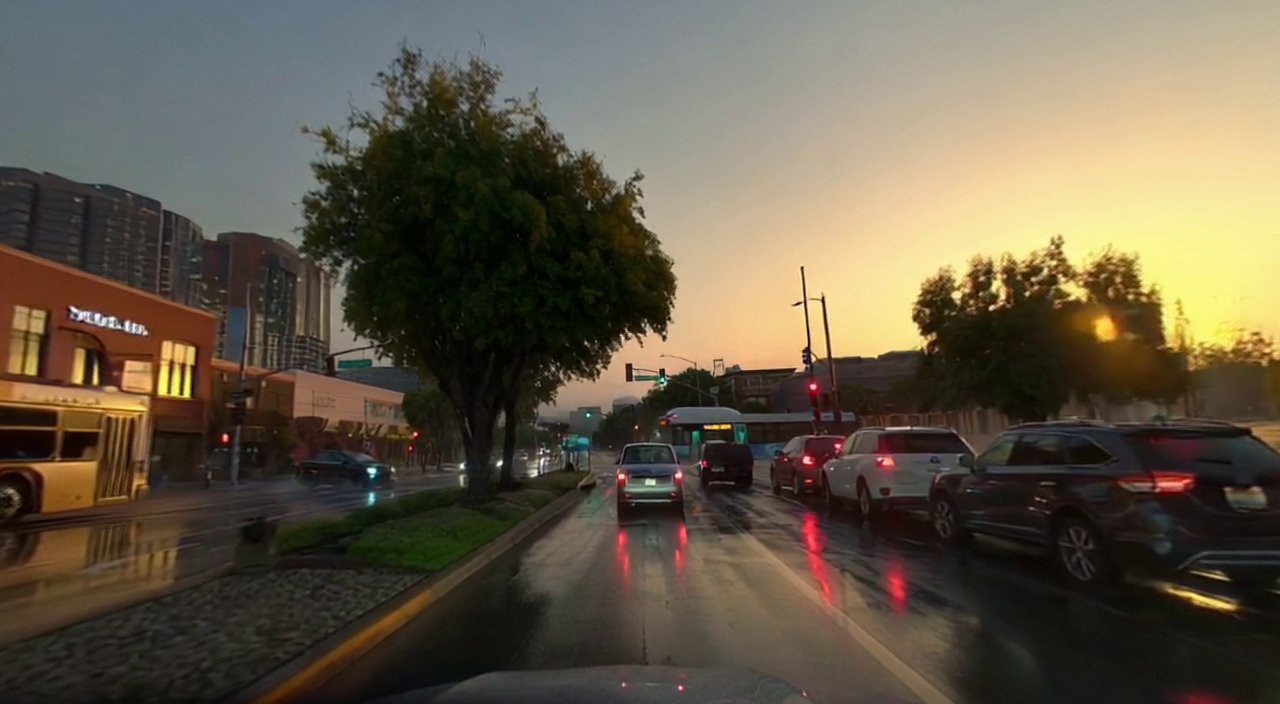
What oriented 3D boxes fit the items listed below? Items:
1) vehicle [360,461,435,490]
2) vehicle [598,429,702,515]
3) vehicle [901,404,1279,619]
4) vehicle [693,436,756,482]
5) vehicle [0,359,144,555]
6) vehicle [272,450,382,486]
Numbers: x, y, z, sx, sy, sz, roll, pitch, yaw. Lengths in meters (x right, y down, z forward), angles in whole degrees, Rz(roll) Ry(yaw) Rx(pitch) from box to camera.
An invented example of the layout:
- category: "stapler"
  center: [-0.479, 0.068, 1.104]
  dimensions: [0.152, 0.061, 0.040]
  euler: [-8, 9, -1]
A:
- category: "vehicle"
  center: [-15.970, 8.147, 41.539]
  dimensions: [4.242, 1.537, 1.810]
  euler: [-7, -13, 10]
- category: "vehicle"
  center: [0.175, 2.784, 15.084]
  dimensions: [2.089, 1.699, 4.650]
  euler: [1, -9, -1]
- category: "vehicle"
  center: [4.960, 1.594, 7.213]
  dimensions: [2.014, 1.681, 4.332]
  euler: [0, -9, -1]
- category: "vehicle"
  center: [3.315, 4.295, 25.451]
  dimensions: [2.222, 1.688, 3.952]
  euler: [0, -9, 3]
- category: "vehicle"
  center: [-12.889, 1.294, 7.723]
  dimensions: [3.356, 3.365, 12.460]
  euler: [-2, -10, 1]
- category: "vehicle"
  center: [-16.844, 6.193, 33.950]
  dimensions: [5.016, 1.792, 2.250]
  euler: [-2, -9, 18]
